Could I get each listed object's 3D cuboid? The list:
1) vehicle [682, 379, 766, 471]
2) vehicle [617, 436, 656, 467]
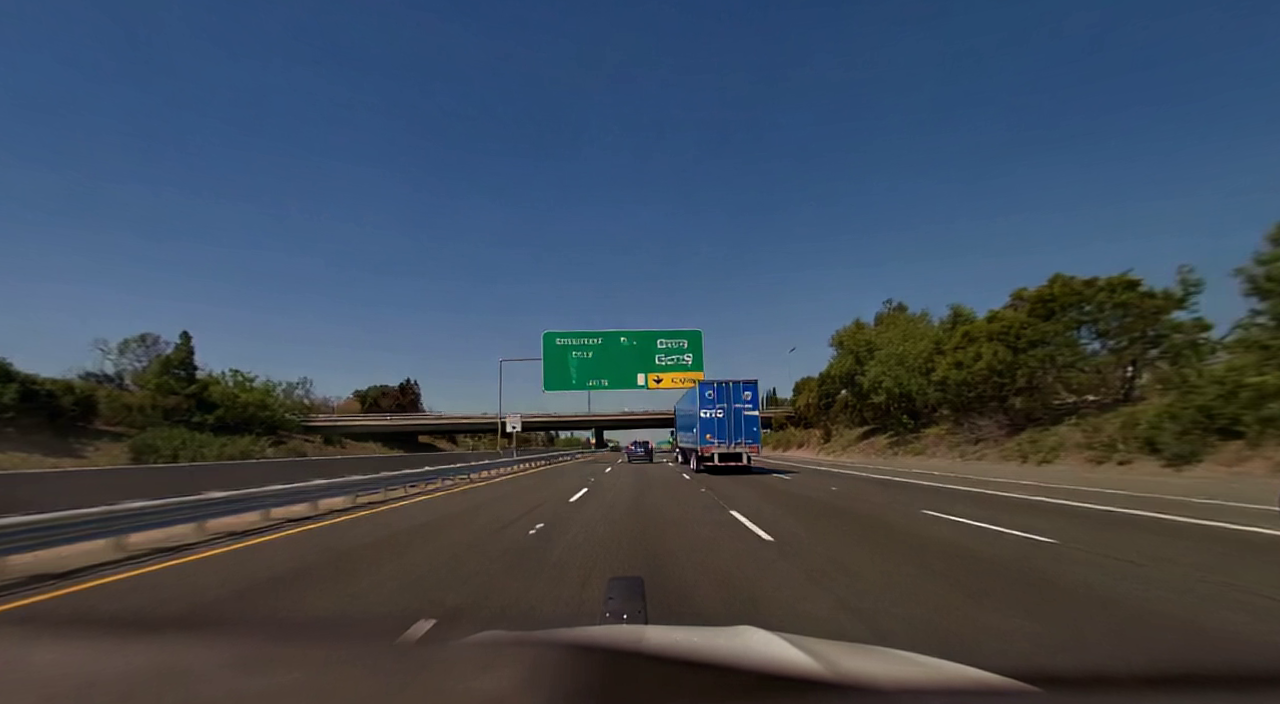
[{"bbox_3d":[4.084,3.990,33.170,3.014,4.068,10.359,0,-8,0],"label":"vehicle"},{"bbox_3d":[-0.180,5.603,35.595,2.050,1.654,4.192,0,-8,0],"label":"vehicle"}]
